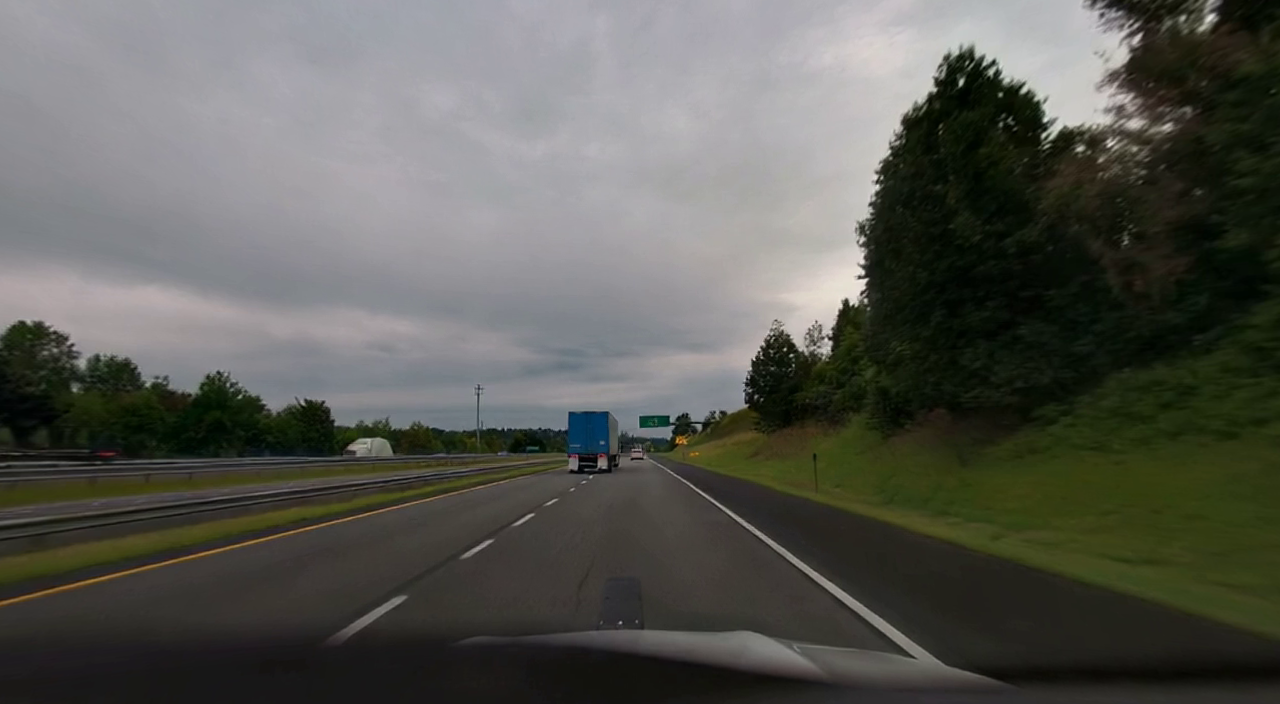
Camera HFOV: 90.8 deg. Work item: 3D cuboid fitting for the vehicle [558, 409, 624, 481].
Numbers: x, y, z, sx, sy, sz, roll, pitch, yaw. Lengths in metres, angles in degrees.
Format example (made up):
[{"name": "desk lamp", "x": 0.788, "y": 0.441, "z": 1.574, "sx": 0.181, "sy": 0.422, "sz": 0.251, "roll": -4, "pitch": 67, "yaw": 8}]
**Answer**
[{"name": "vehicle", "x": -2.313, "y": 4.777, "z": 32.305, "sx": 2.704, "sy": 3.270, "sz": 6.745, "roll": 0, "pitch": -9, "yaw": 1}]
